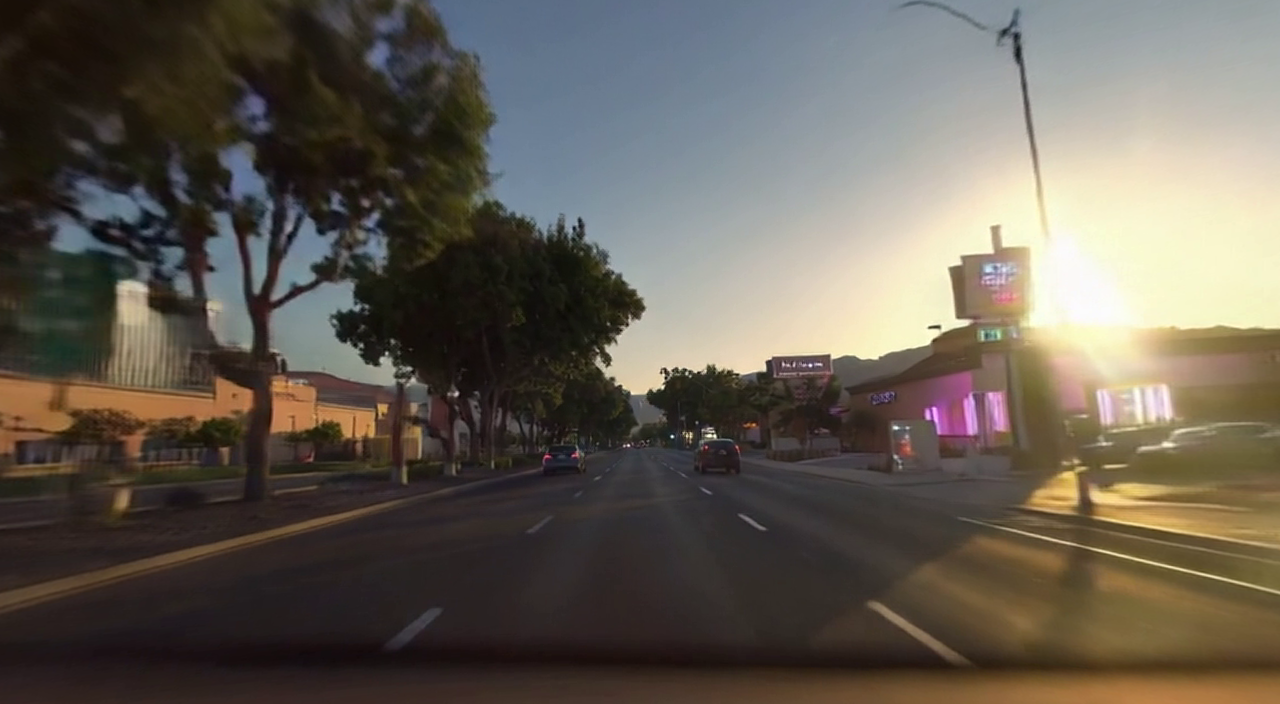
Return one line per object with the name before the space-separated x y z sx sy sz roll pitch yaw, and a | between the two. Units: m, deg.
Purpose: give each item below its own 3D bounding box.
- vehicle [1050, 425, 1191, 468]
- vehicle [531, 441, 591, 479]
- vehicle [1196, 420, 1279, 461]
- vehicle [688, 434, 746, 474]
vehicle | 17.649 3.504 23.424 1.830 1.444 4.386 0 -8 1
vehicle | -3.331 4.635 27.288 2.005 1.477 4.169 0 -8 0
vehicle | 23.642 3.293 23.458 1.769 1.445 4.333 0 -8 -2
vehicle | 3.518 4.742 29.456 2.083 1.743 4.354 0 -8 -1
